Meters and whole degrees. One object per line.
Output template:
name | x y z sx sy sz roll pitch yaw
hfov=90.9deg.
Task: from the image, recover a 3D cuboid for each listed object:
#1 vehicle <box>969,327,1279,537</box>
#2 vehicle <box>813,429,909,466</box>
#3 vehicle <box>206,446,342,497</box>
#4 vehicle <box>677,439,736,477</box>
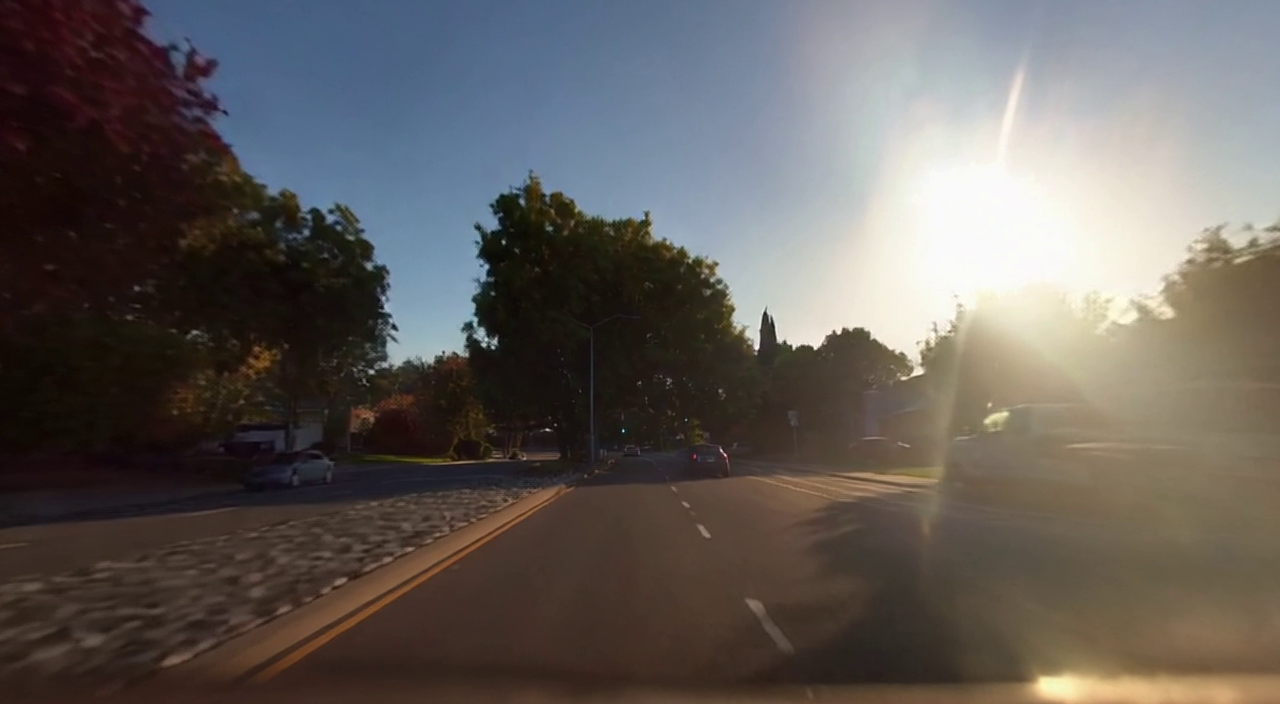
vehicle | 9.087 1.327 10.177 2.331 2.747 6.993 3 -9 -16
vehicle | 11.481 4.994 32.981 4.202 1.794 2.063 0 -8 0
vehicle | -12.134 3.945 21.318 1.963 1.524 4.498 0 -8 -1
vehicle | 2.702 4.434 26.599 1.960 1.479 4.086 1 -8 -1
